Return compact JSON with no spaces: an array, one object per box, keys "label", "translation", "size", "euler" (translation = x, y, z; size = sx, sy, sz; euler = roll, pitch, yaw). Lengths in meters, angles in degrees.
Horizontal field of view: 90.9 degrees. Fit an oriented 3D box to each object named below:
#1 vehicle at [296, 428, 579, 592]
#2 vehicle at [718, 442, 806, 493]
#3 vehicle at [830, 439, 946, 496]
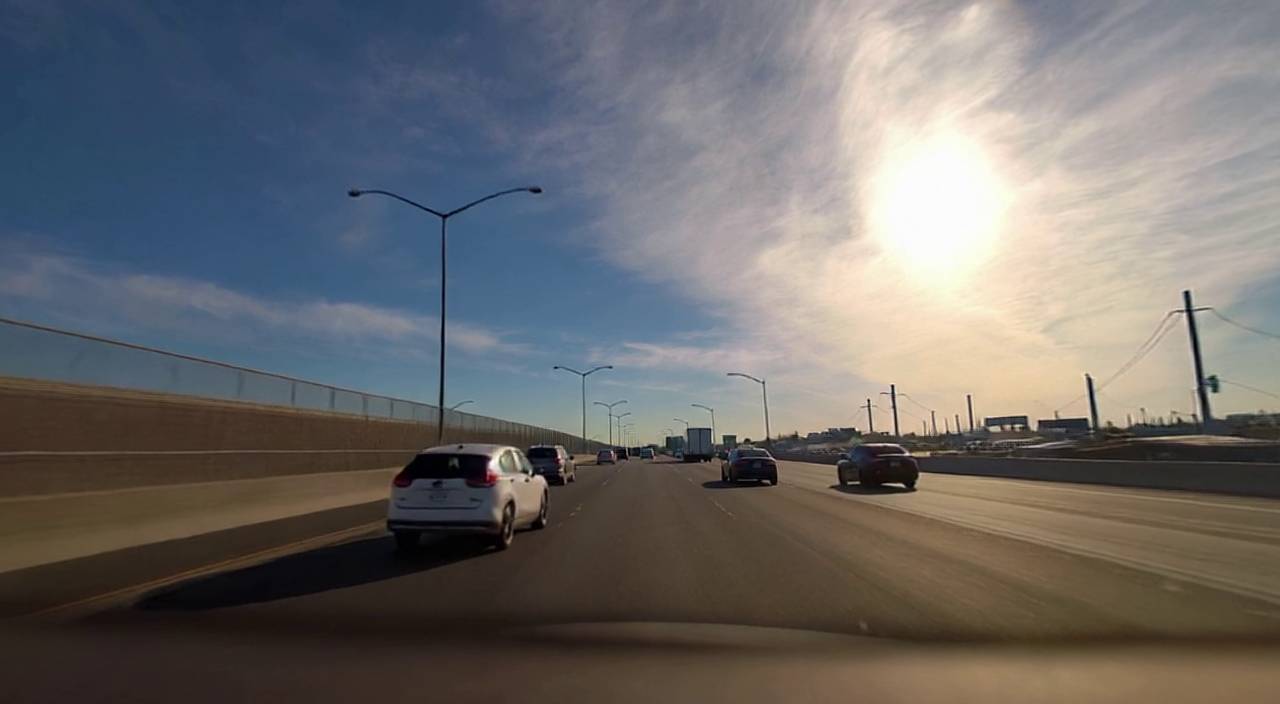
[{"label":"vehicle","translation":[-2.194,1.878,8.556],"size":[2.067,1.555,4.851],"euler":[-1,-8,2]},{"label":"vehicle","translation":[3.876,3.731,20.822],"size":[1.942,1.453,4.329],"euler":[0,-8,-1]},{"label":"vehicle","translation":[7.376,3.435,19.240],"size":[1.860,1.520,3.961],"euler":[0,-8,-1]}]
